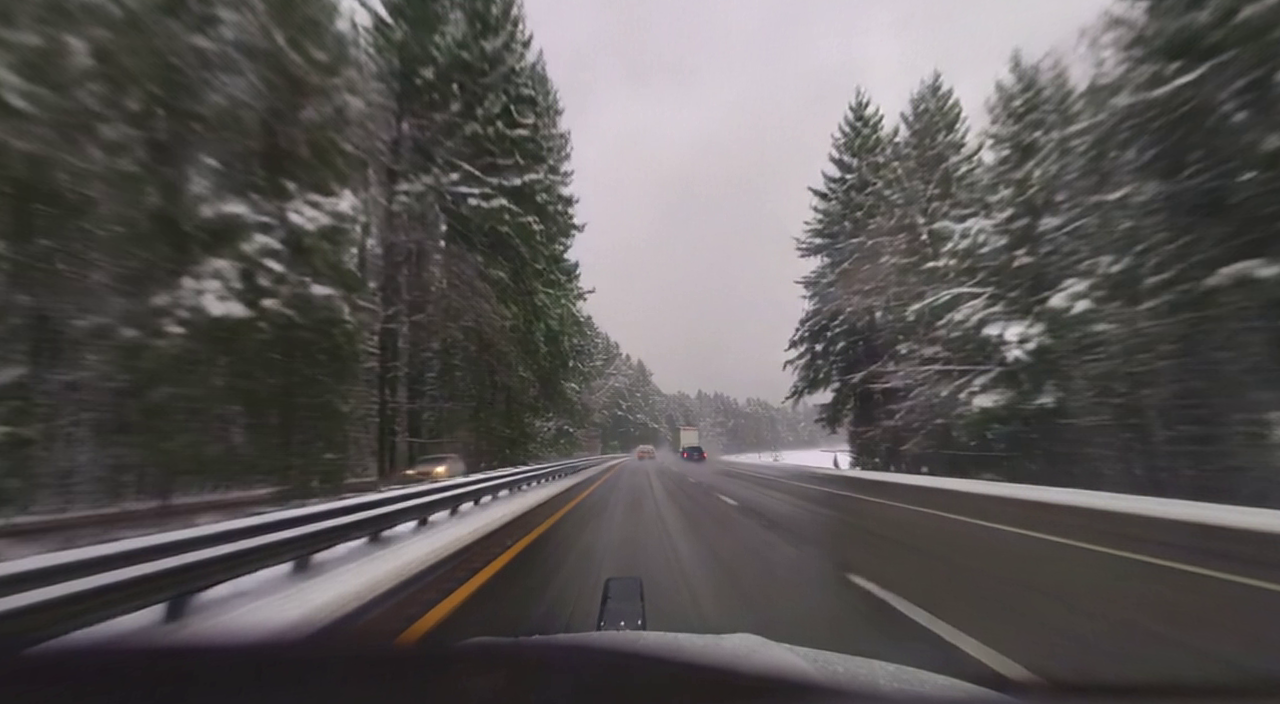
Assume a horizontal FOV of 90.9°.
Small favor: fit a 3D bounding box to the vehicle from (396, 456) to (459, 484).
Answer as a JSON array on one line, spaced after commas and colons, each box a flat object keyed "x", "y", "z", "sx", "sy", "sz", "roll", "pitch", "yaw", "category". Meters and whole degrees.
[{"x": -12.485, "y": 6.931, "z": 37.340, "sx": 2.033, "sy": 1.462, "sz": 4.620, "roll": -1, "pitch": -9, "yaw": 1, "category": "vehicle"}]

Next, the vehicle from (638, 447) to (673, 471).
[{"x": 0.979, "y": 7.124, "z": 41.940, "sx": 2.162, "sy": 1.492, "sz": 3.975, "roll": 0, "pitch": -9, "yaw": -1, "category": "vehicle"}]
